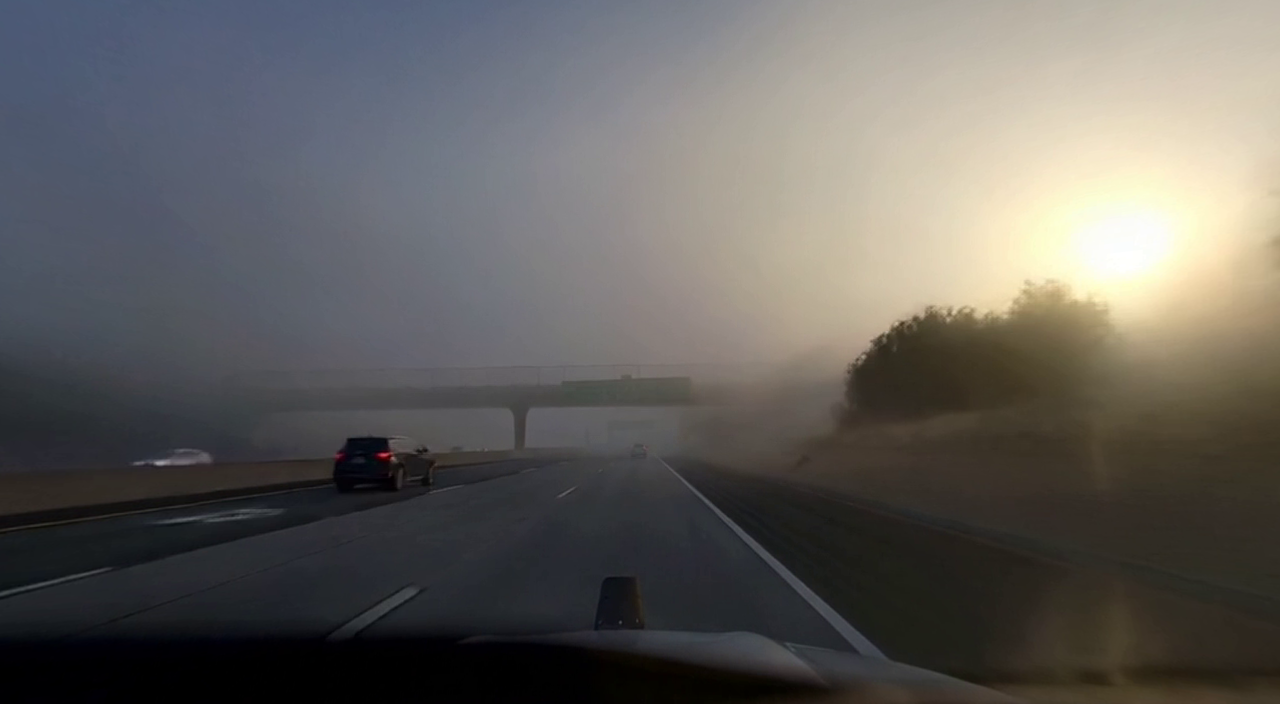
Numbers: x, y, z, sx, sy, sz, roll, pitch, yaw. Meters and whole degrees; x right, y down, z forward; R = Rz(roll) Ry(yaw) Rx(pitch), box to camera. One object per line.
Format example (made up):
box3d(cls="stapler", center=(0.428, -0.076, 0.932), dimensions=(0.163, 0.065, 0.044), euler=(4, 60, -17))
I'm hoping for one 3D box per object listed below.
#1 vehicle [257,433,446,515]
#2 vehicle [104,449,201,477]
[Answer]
box3d(cls="vehicle", center=(-6.270, 2.693, 14.469), dimensions=(1.916, 1.545, 4.757), euler=(0, -8, 2))
box3d(cls="vehicle", center=(-28.454, 6.439, 36.968), dimensions=(1.911, 1.494, 4.646), euler=(0, -8, 1))
